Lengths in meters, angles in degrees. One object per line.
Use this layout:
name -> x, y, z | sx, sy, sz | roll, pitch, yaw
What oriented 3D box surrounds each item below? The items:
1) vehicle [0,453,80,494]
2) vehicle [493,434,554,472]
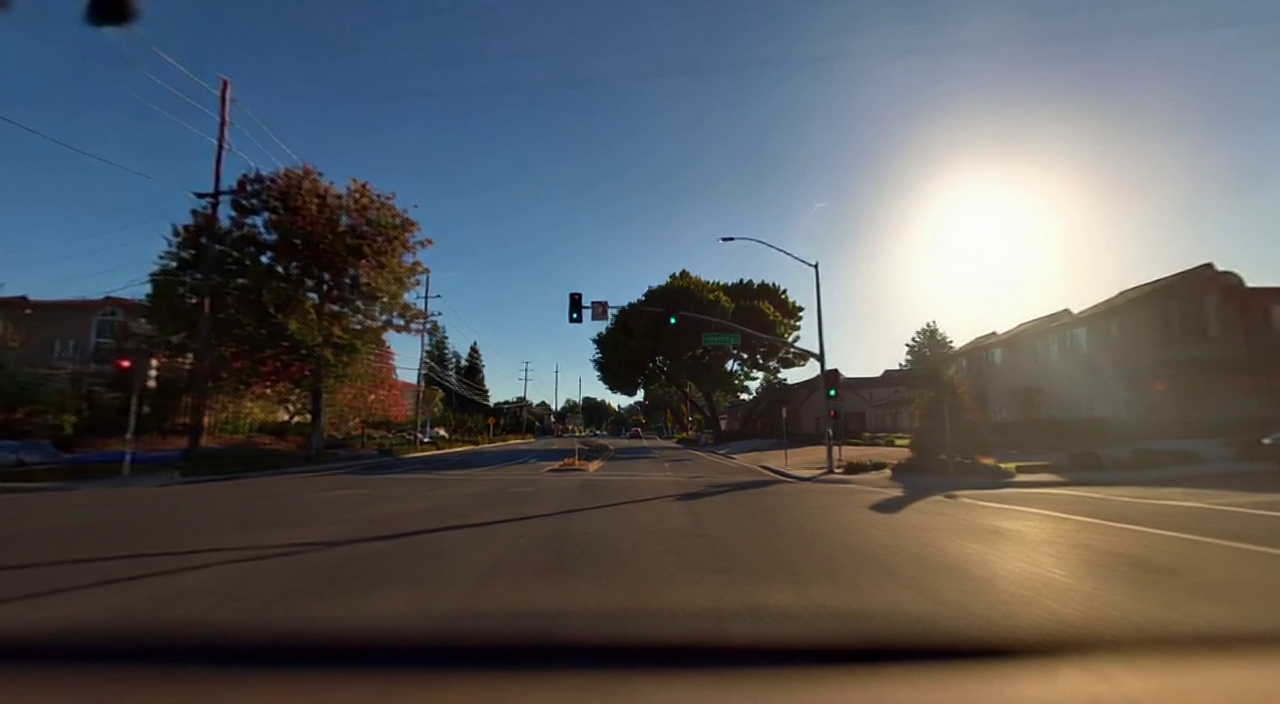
vehicle -> -24.705, 4.670, 24.376 | 4.195, 1.493, 1.890 | 0, -9, -2
vehicle -> -5.170, 4.505, 28.696 | 1.948, 1.471, 5.408 | 2, -7, -2
